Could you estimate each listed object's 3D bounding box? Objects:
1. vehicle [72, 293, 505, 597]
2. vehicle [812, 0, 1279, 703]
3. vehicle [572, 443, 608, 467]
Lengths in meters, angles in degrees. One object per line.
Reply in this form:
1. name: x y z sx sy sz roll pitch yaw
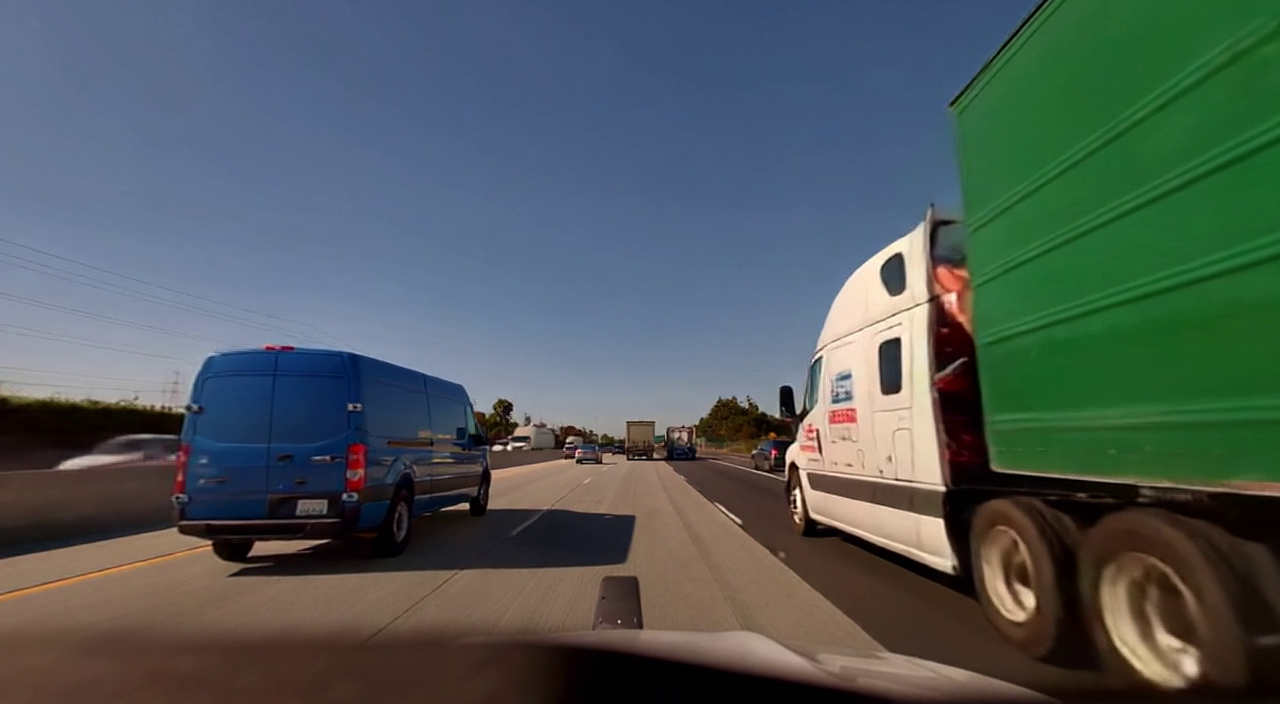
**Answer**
1. vehicle: -3.996 1.331 9.358 2.557 2.855 6.674 0 -9 -1
2. vehicle: 3.966 -0.395 1.874 2.951 3.974 13.340 0 -9 -1
3. vehicle: -3.362 6.981 43.052 2.024 1.472 4.014 -1 -9 1
